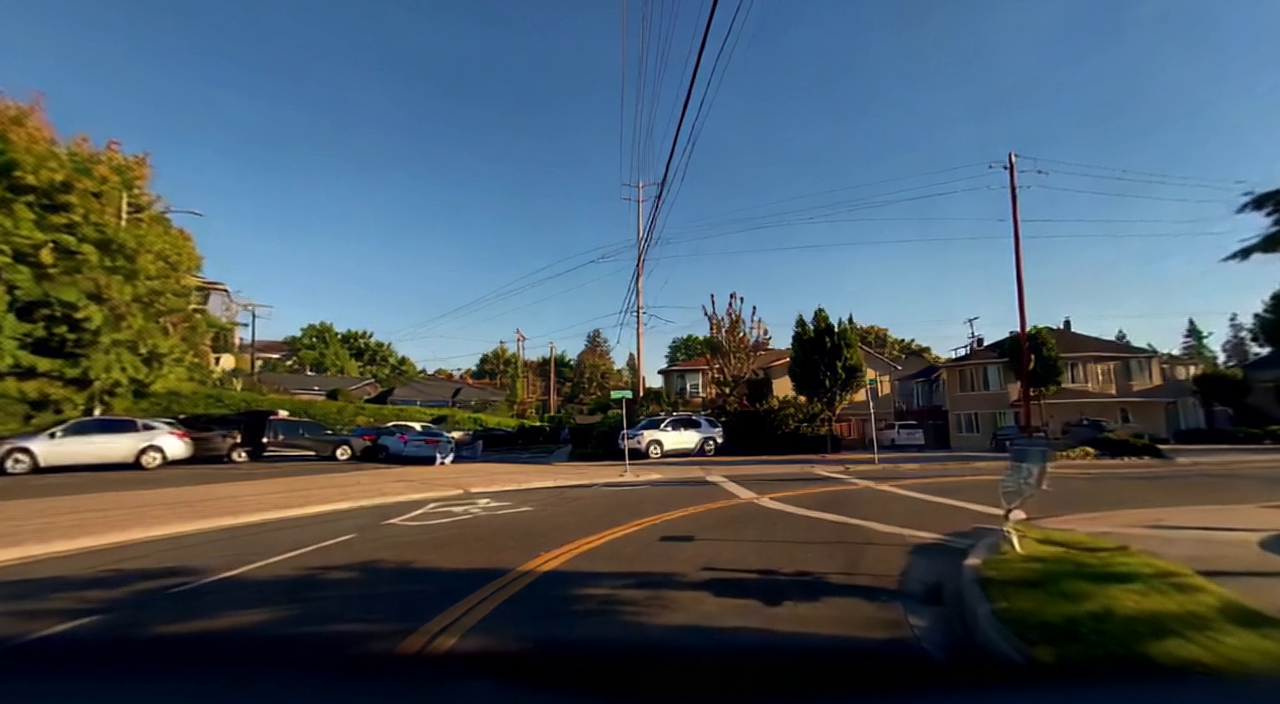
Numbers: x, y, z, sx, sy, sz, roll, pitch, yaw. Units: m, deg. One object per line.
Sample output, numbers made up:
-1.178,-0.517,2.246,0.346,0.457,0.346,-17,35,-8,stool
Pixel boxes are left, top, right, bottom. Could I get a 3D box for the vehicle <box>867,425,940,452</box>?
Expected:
16.587,5.488,39.807,3.784,1.532,1.650,-2,-9,3,vehicle
